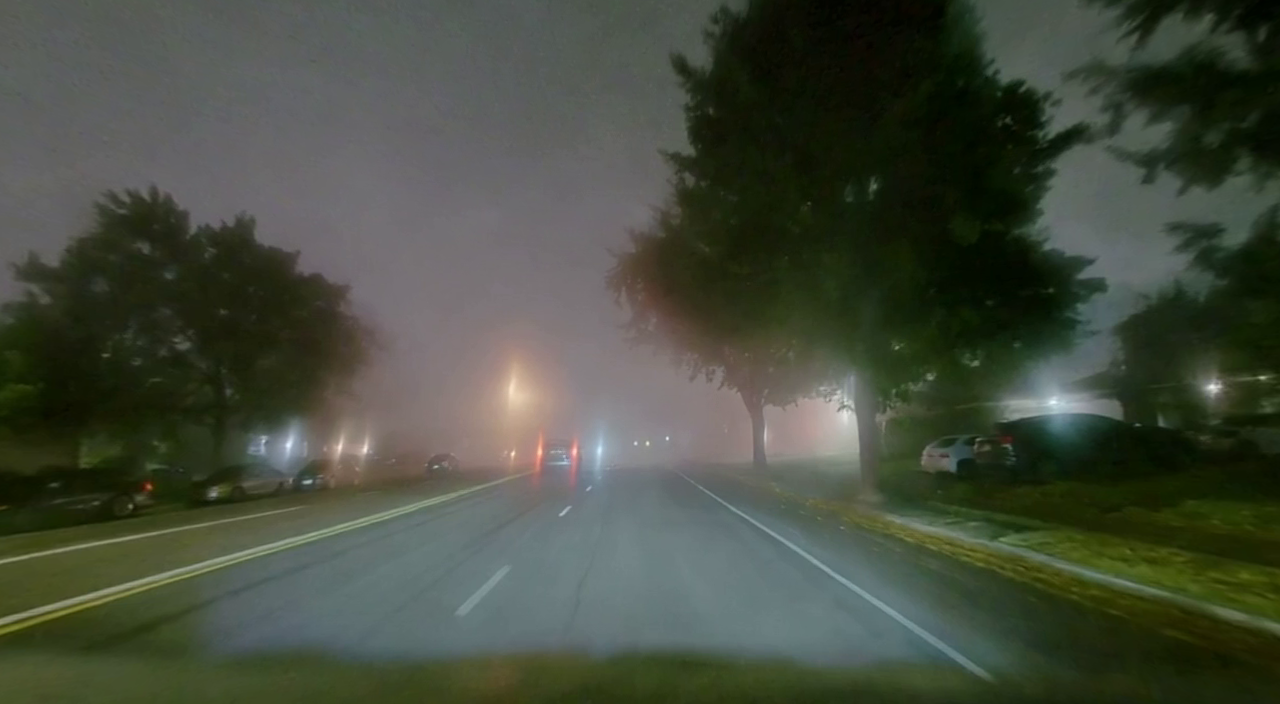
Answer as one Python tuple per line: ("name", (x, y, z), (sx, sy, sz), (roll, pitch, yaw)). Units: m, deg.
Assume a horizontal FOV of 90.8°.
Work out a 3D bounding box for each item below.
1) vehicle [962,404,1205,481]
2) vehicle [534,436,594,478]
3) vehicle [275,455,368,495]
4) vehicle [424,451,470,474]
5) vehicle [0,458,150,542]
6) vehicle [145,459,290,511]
("vehicle", (10.954, 2.270, 15.894), (4.471, 1.780, 2.190), (0, -8, -3))
("vehicle", (-3.279, 4.626, 28.098), (2.135, 1.731, 4.232), (0, -8, 0))
("vehicle", (-13.827, 5.332, 27.719), (1.884, 1.509, 4.110), (0, -8, 1))
("vehicle", (-13.963, 8.012, 45.976), (1.900, 1.494, 4.730), (0, -8, 0))
("vehicle", (-14.010, 3.300, 14.234), (1.997, 1.663, 5.013), (-3, -9, -1))
("vehicle", (-14.070, 4.413, 21.435), (1.856, 1.477, 4.574), (-3, -10, -1))
